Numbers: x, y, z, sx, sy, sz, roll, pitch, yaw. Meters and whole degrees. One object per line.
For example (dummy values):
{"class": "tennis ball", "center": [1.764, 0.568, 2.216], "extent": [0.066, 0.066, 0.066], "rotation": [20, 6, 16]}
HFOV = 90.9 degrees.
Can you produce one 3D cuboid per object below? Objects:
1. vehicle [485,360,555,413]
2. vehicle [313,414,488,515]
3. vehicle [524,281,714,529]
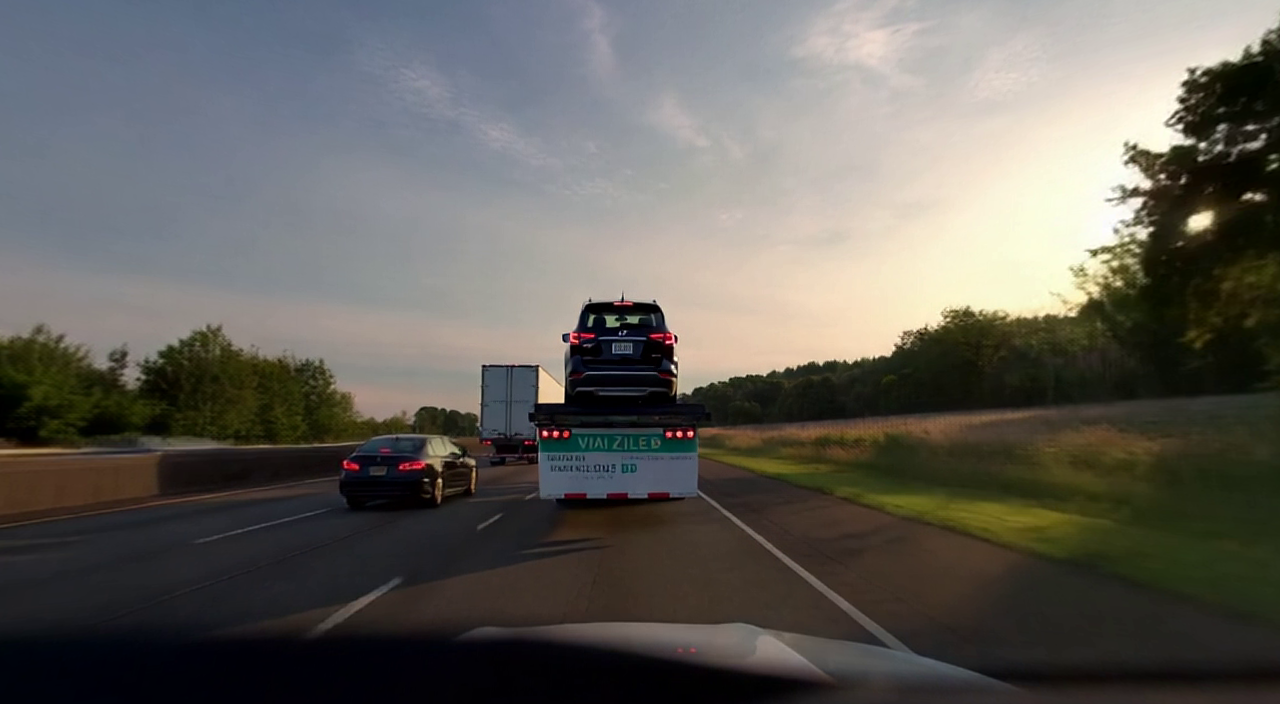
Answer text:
{"class": "vehicle", "center": [-4.715, 1.484, 25.398], "extent": [2.118, 1.799, 4.591], "rotation": [0, -7, -3]}
{"class": "vehicle", "center": [-4.539, 2.180, 12.780], "extent": [1.914, 1.675, 4.331], "rotation": [0, -7, -1]}
{"class": "vehicle", "center": [-0.466, 1.334, 13.868], "extent": [2.738, 3.628, 9.223], "rotation": [0, -7, -2]}
